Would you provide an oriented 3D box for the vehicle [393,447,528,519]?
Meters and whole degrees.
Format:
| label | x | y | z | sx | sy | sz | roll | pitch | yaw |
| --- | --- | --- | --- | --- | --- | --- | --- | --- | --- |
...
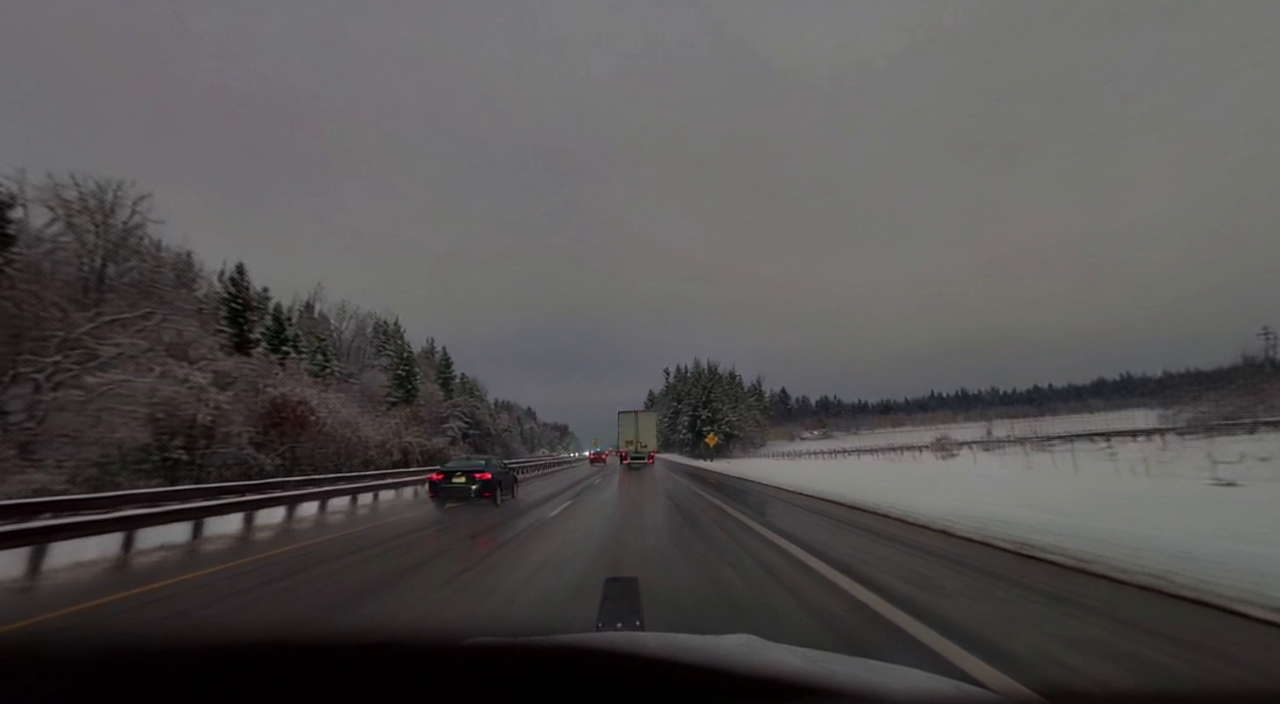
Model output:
| label | x | y | z | sx | sy | sz | roll | pitch | yaw |
| --- | --- | --- | --- | --- | --- | --- | --- | --- | --- |
| vehicle | -4.097 | 3.048 | 15.212 | 1.968 | 1.460 | 4.227 | 0 | -9 | 1 |
